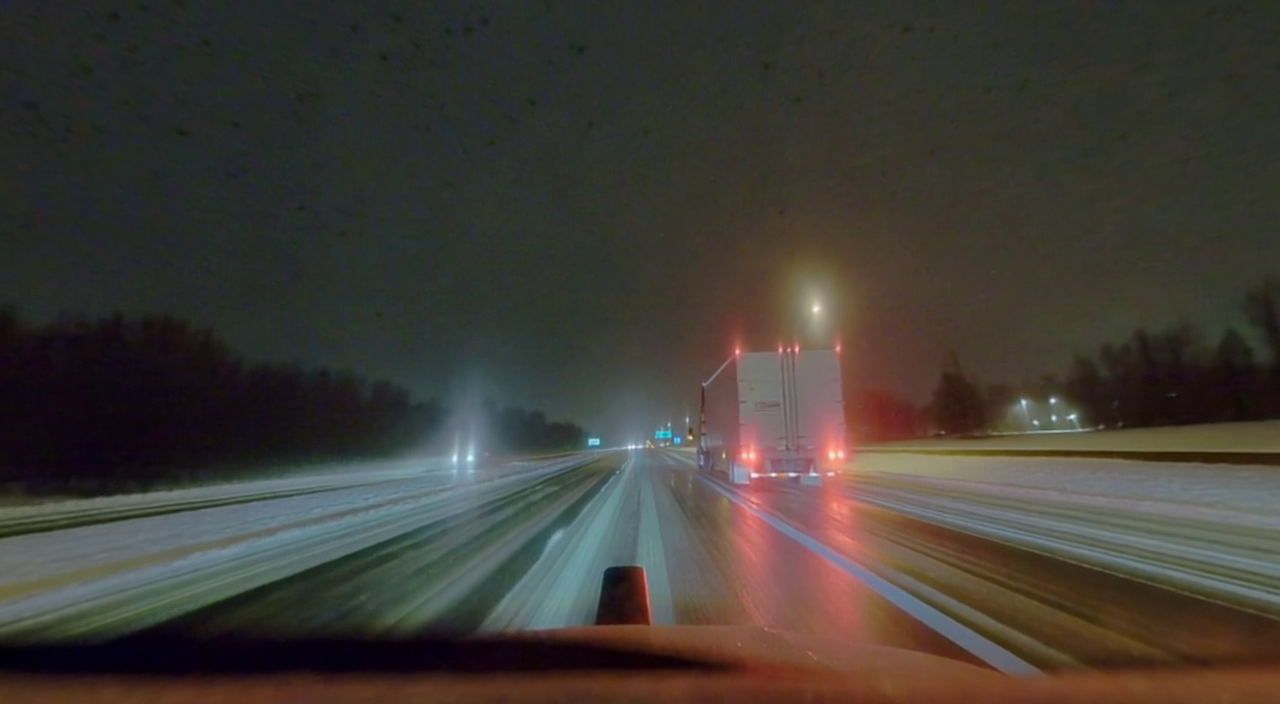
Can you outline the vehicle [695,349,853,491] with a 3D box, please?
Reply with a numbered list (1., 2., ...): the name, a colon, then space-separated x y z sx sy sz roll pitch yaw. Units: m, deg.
1. vehicle: 4.603 3.057 26.176 3.187 4.197 15.004 0 -8 0
